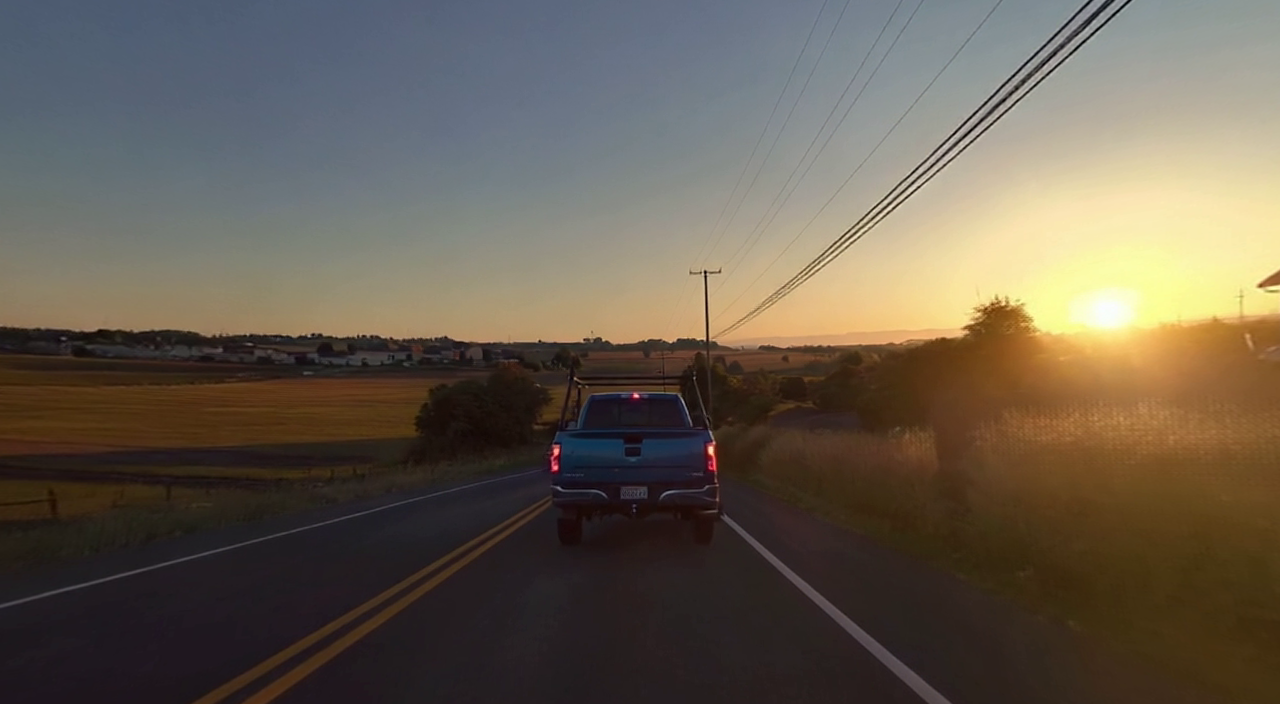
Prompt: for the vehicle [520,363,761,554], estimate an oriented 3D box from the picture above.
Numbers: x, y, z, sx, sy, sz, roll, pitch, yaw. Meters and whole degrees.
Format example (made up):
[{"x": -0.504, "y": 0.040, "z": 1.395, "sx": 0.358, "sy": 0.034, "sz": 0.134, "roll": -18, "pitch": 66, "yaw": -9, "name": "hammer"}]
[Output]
[{"x": -0.074, "y": 1.818, "z": 11.411, "sx": 2.912, "sy": 2.320, "sz": 7.292, "roll": 0, "pitch": -8, "yaw": -1, "name": "vehicle"}]
